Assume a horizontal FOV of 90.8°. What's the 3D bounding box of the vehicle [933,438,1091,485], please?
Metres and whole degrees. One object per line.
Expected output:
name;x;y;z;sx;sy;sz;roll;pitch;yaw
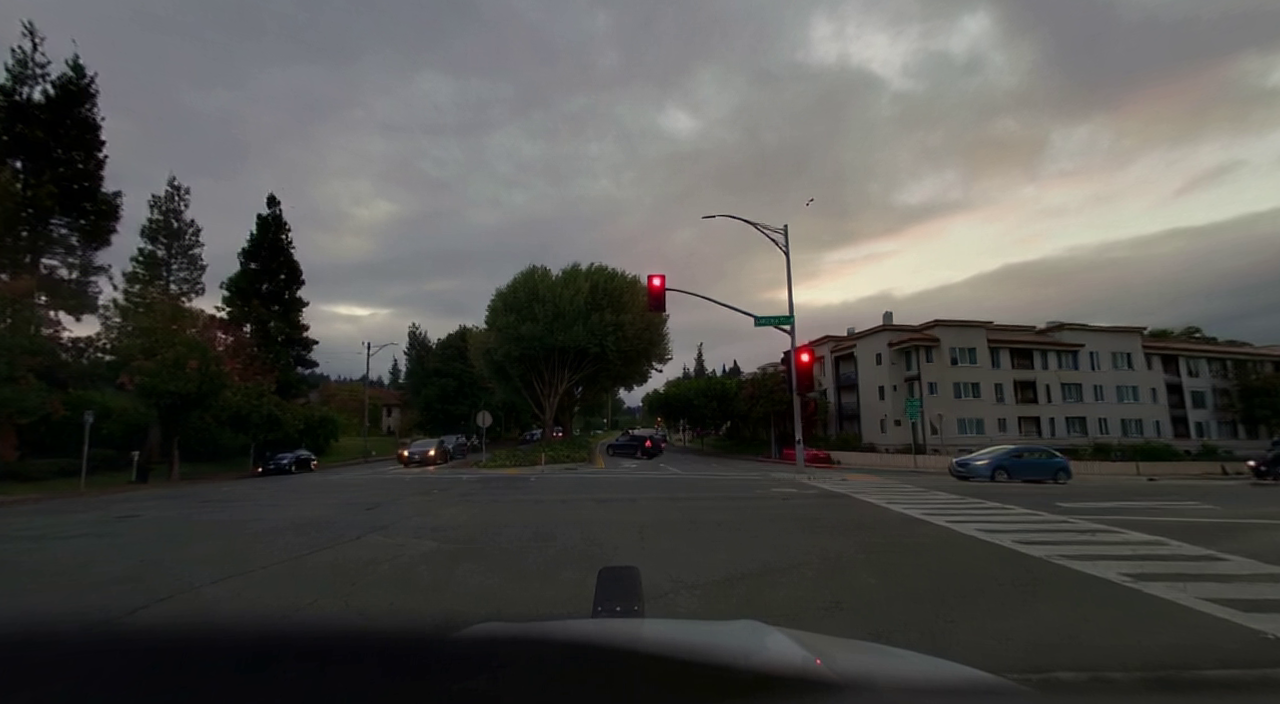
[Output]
vehicle;13.728;4.036;23.475;4.790;1.571;2.073;-6;-11;34

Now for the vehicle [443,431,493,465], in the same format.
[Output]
vehicle;-9.787;5.507;36.205;1.910;1.818;4.057;0;-9;-3

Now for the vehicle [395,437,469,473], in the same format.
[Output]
vehicle;-9.701;4.831;29.798;2.116;1.521;4.294;0;-9;-2

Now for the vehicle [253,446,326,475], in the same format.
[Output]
vehicle;-21.060;6.513;38.137;1.981;1.628;4.336;0;-9;-1

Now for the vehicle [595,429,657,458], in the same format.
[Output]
vehicle;-0.940;5.642;38.792;1.993;1.664;4.424;5;-10;-28
